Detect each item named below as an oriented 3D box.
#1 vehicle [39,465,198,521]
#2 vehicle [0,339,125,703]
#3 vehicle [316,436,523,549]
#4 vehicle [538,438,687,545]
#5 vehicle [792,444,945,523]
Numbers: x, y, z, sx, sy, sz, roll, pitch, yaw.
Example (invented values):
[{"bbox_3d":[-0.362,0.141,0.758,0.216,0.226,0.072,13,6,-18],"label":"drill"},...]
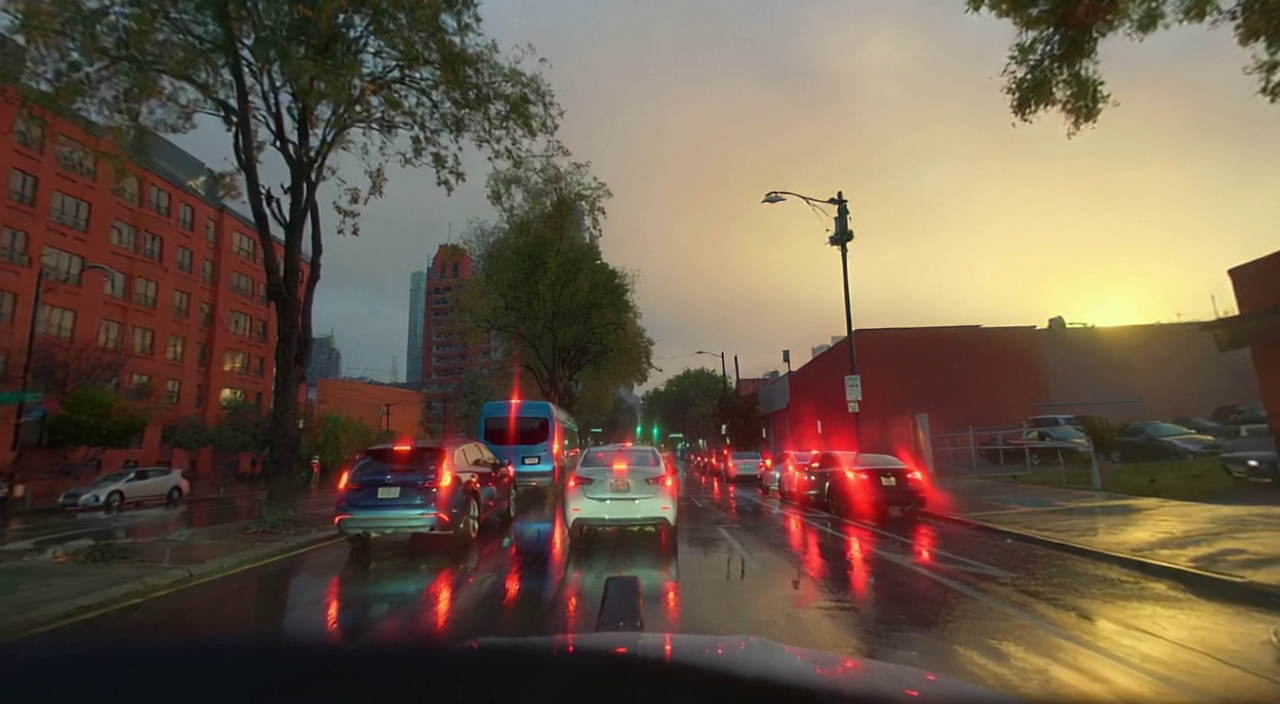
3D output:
[{"bbox_3d":[-17.876,4.808,21.916,1.802,1.609,4.284,0,-9,0],"label":"vehicle"},{"bbox_3d":[-3.698,0.559,0.744,2.140,1.768,4.685,0,-9,1],"label":"vehicle"},{"bbox_3d":[-3.533,2.319,11.137,1.995,1.554,4.426,0,-9,1],"label":"vehicle"},{"bbox_3d":[-0.393,2.342,11.229,2.152,1.518,4.113,0,-9,0],"label":"vehicle"},{"bbox_3d":[4.899,2.853,14.184,1.832,1.491,4.054,1,-9,-1],"label":"vehicle"}]
